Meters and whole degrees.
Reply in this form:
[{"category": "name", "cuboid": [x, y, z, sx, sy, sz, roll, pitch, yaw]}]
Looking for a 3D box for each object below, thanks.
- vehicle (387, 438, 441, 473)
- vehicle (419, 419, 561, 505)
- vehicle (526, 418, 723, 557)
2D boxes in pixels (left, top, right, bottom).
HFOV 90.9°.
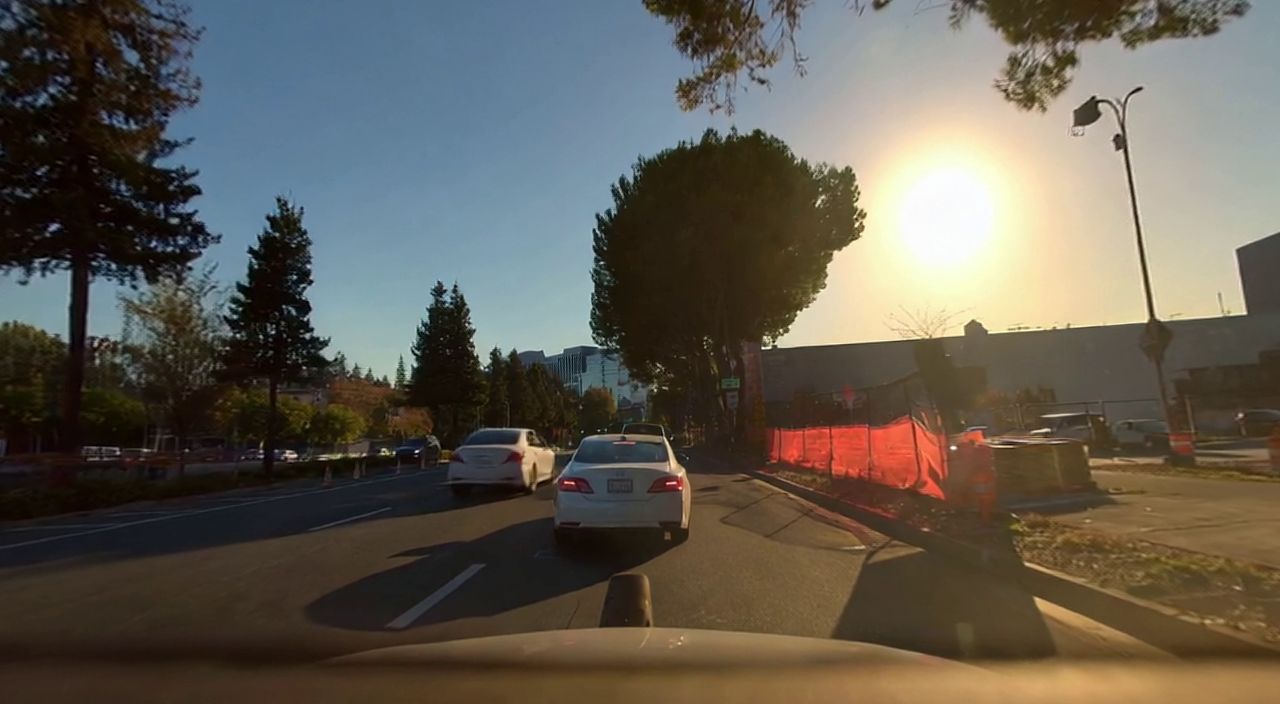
[{"category": "vehicle", "cuboid": [-10.483, 4.733, 29.076, 2.072, 1.465, 4.394, 3, -9, -22]}, {"category": "vehicle", "cuboid": [-3.226, 2.479, 14.583, 2.139, 1.680, 4.344, 0, -8, 1]}, {"category": "vehicle", "cuboid": [-0.176, 1.767, 8.895, 2.112, 1.482, 4.076, 0, -8, 0]}]
